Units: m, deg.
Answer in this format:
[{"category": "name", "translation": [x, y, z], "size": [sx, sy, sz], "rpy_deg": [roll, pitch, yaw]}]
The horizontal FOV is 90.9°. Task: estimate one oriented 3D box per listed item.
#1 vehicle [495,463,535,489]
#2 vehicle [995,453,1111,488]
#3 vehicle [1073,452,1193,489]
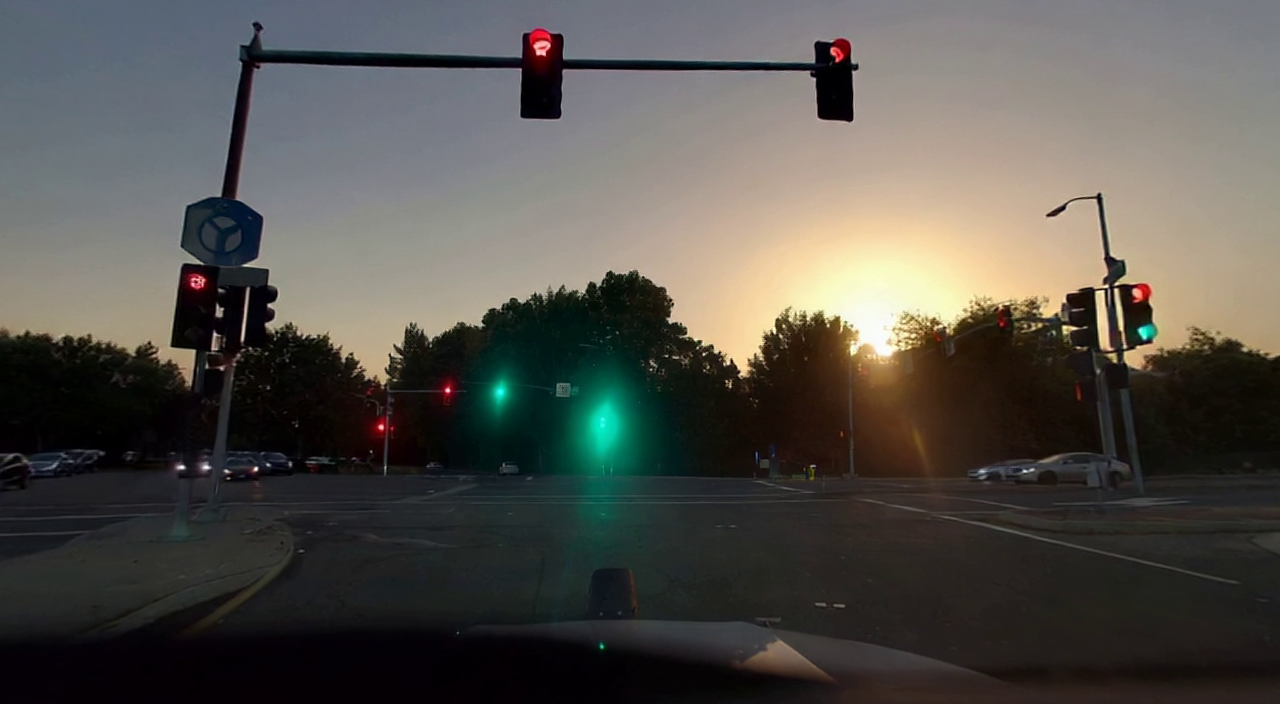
[{"category": "vehicle", "translation": [-8.999, 8.946, 45.687], "size": [2.045, 1.608, 3.709], "rpy_deg": [0, -8, 1]}, {"category": "vehicle", "translation": [21.215, 6.130, 32.470], "size": [4.455, 1.647, 2.124], "rpy_deg": [1, -12, -6]}, {"category": "vehicle", "translation": [22.727, 5.448, 29.124], "size": [3.998, 1.590, 1.936], "rpy_deg": [1, -10, -6]}]
